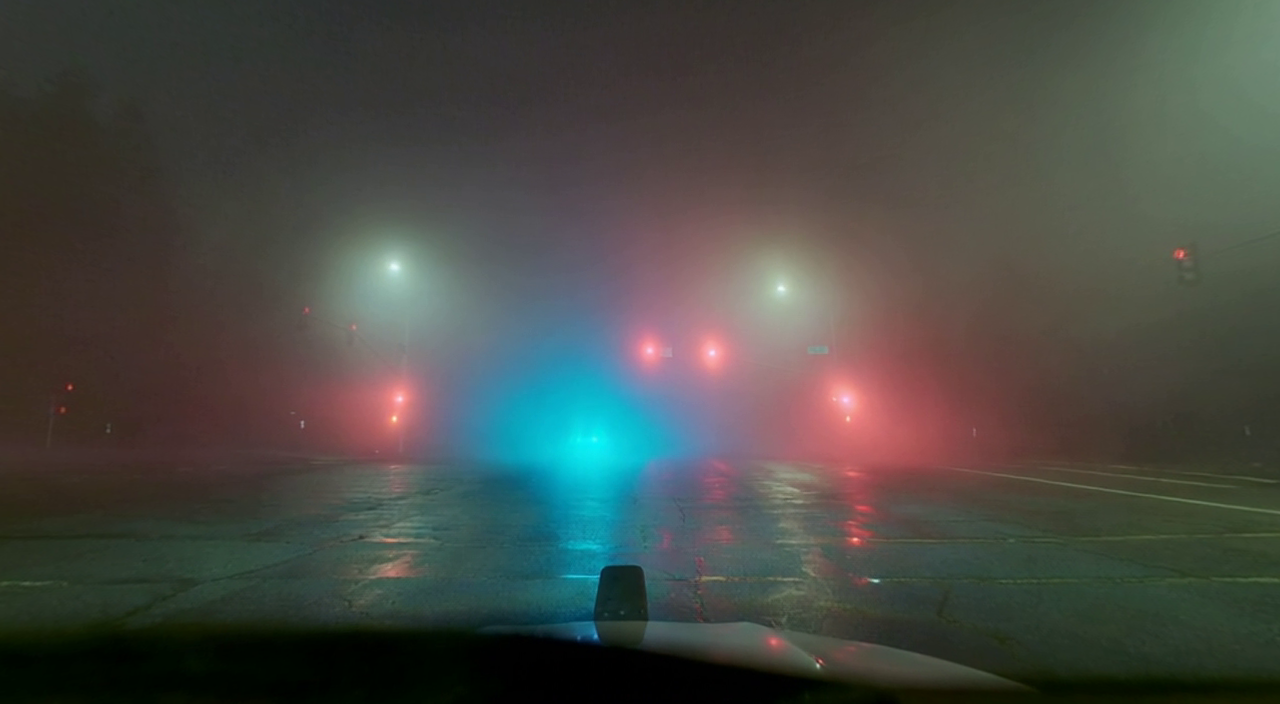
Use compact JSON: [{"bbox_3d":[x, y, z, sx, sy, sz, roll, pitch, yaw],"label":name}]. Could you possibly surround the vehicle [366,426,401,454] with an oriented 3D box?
[{"bbox_3d":[-20.001,6.861,48.868,1.873,2.079,2.879,5,-10,-33],"label":"vehicle"}]
